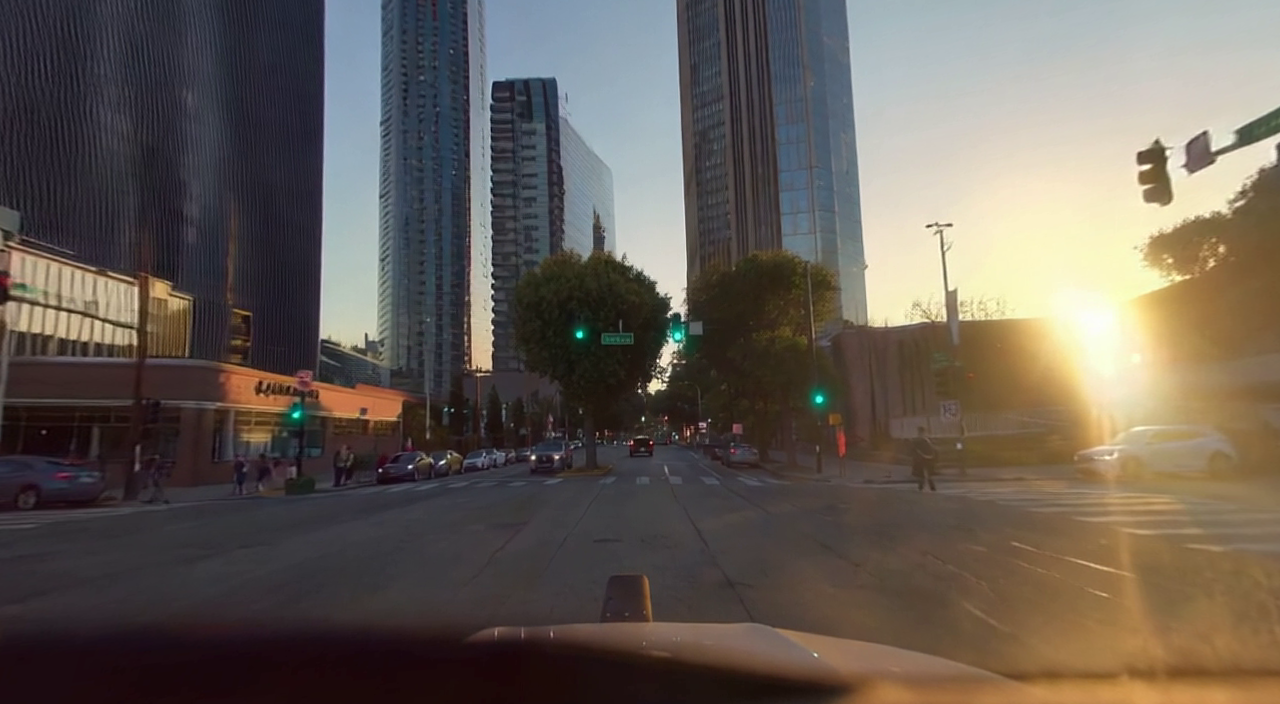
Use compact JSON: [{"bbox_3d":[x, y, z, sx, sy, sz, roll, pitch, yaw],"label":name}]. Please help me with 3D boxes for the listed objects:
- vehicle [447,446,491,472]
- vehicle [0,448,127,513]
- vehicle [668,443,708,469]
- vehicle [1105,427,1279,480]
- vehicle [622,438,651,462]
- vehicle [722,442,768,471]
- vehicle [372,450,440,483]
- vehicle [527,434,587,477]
[{"bbox_3d":[-12.306,7.718,45.686,1.854,1.727,4.426,0,-8,1],"label":"vehicle"},{"bbox_3d":[-21.599,4.508,21.989,5.283,1.959,2.453,-3,-8,0],"label":"vehicle"},{"bbox_3d":[2.713,6.007,36.589,1.919,1.371,3.583,0,-8,-2],"label":"vehicle"},{"bbox_3d":[17.102,3.074,19.189,4.293,1.495,1.935,0,-9,0],"label":"vehicle"},{"bbox_3d":[-0.259,7.678,49.394,2.165,1.749,4.078,0,-8,0],"label":"vehicle"},{"bbox_3d":[6.027,6.019,36.620,1.882,1.479,4.652,3,-8,0],"label":"vehicle"},{"bbox_3d":[-12.721,6.201,34.543,2.118,1.644,4.188,0,-8,-1],"label":"vehicle"},{"bbox_3d":[-3.876,4.961,30.332,2.176,1.804,4.740,-2,-9,0],"label":"vehicle"}]
